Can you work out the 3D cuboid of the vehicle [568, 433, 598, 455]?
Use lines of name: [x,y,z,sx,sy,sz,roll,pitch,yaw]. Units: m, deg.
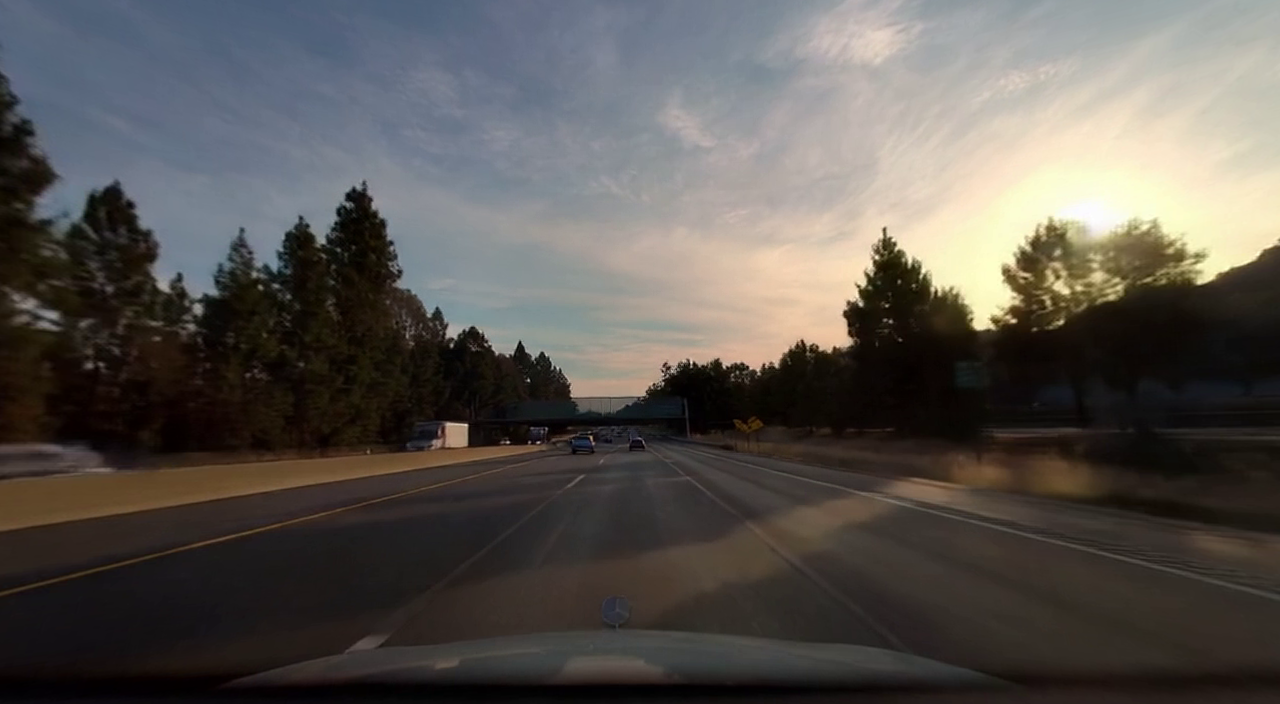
vehicle: [-4.506,7.286,49.990,2.003,1.626,4.256,0,-8,0]
